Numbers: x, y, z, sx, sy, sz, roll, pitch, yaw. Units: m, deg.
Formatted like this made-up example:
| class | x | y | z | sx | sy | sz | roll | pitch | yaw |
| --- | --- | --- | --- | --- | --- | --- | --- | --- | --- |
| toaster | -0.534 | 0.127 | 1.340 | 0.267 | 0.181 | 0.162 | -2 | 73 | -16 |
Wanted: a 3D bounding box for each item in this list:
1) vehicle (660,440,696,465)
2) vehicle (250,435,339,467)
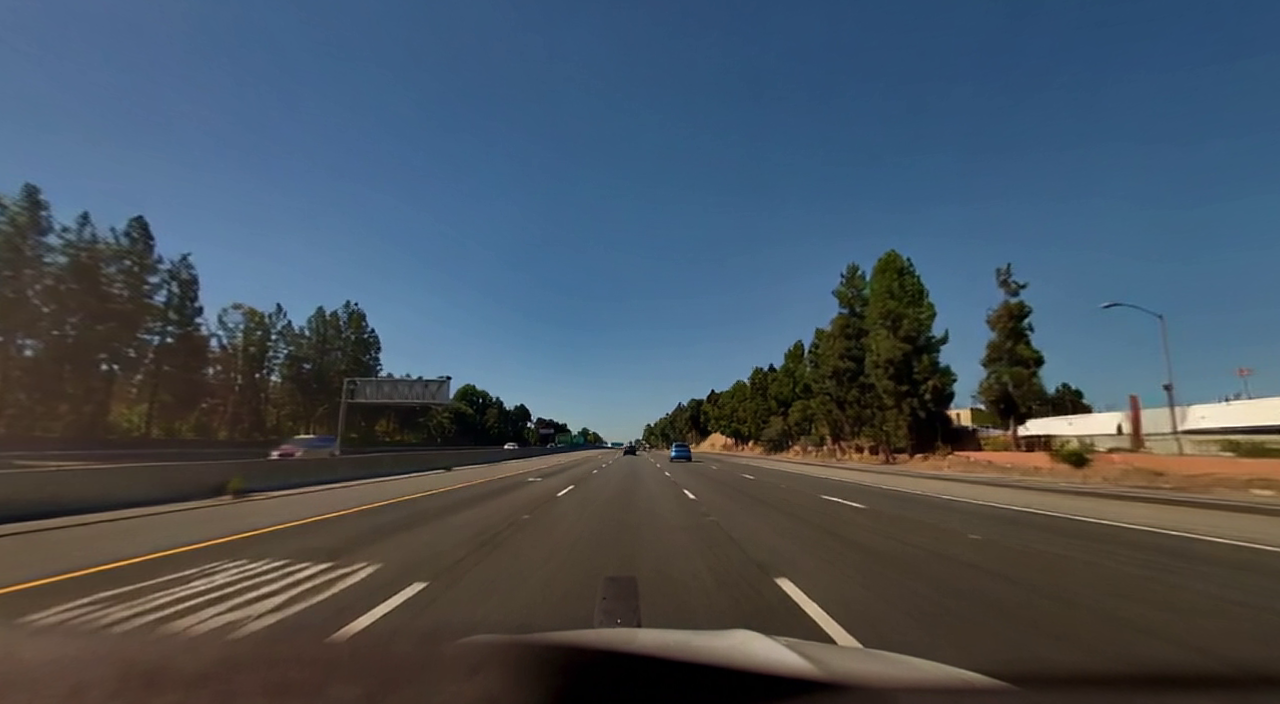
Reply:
| class | x | y | z | sx | sy | sz | roll | pitch | yaw |
| --- | --- | --- | --- | --- | --- | --- | --- | --- | --- |
| vehicle | 2.675 | 7.258 | 45.537 | 2.127 | 1.692 | 4.382 | 0 | -9 | -2 |
| vehicle | -17.696 | 5.080 | 32.610 | 1.921 | 1.521 | 4.613 | 0 | -9 | 1 |
